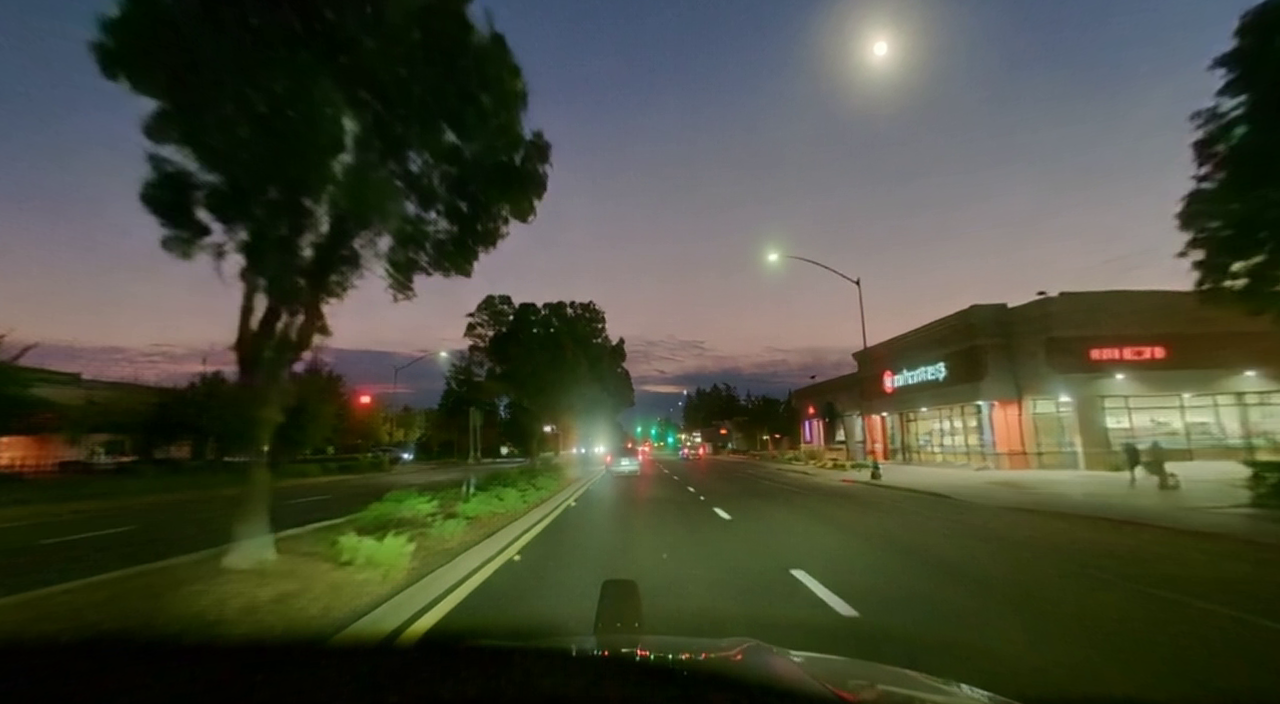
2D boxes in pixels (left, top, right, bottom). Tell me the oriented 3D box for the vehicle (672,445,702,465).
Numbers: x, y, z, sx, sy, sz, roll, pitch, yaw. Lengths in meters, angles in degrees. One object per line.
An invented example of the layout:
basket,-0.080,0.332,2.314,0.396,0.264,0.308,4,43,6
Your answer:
vehicle,3.644,8.058,49.778,1.910,1.474,4.003,0,-8,-2

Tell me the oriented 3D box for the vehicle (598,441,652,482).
vehicle,-0.566,4.347,25.334,2.006,1.487,3.535,-1,-8,0
